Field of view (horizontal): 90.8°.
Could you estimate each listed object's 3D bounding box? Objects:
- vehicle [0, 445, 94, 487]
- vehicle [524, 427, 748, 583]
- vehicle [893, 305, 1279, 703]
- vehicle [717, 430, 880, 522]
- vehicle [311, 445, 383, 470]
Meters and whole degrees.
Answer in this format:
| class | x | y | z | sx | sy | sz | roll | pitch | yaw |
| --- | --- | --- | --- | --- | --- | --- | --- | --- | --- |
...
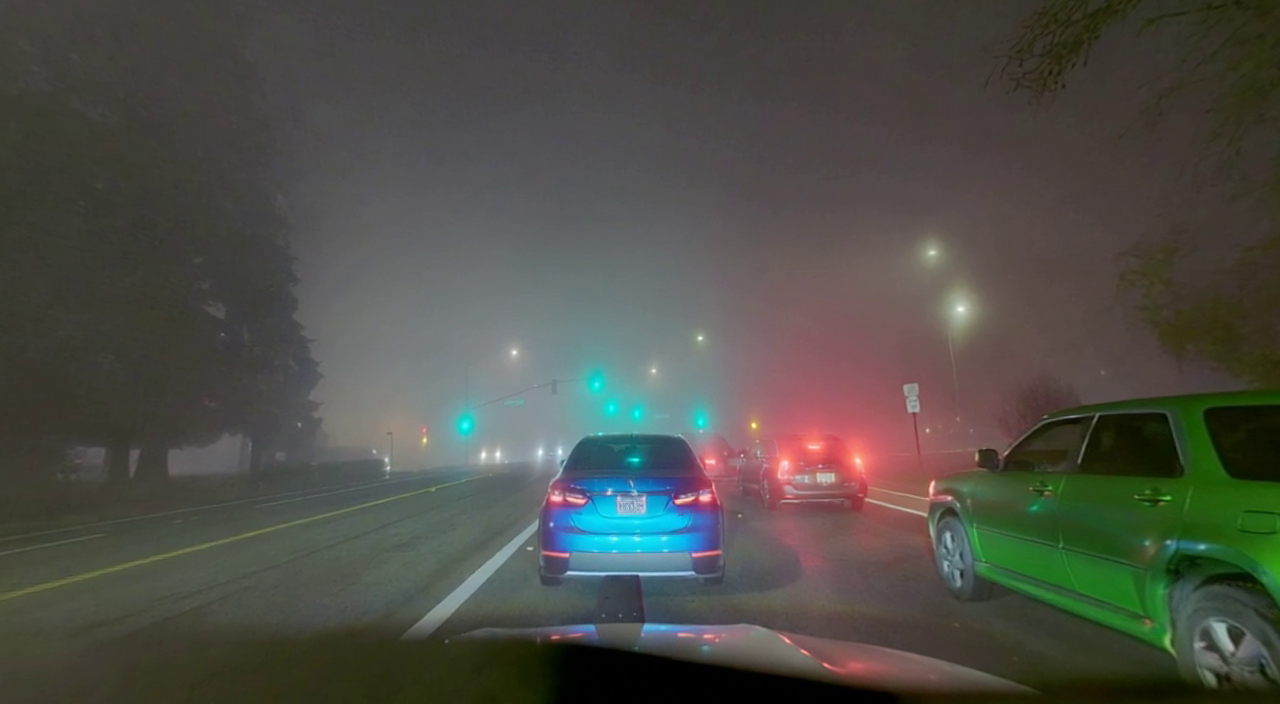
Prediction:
| class | x | y | z | sx | sy | sz | roll | pitch | yaw |
| --- | --- | --- | --- | --- | --- | --- | --- | --- | --- |
| vehicle | -22.618 | 4.113 | 22.897 | 4.092 | 1.438 | 1.639 | -1 | -8 | 1 |
| vehicle | -0.089 | 1.804 | 8.311 | 2.186 | 1.500 | 4.141 | 0 | -8 | -1 |
| vehicle | 3.361 | 0.902 | 3.588 | 2.006 | 1.766 | 4.345 | 0 | -8 | 0 |
| vehicle | 2.945 | 2.421 | 12.911 | 1.971 | 1.517 | 4.521 | 0 | -8 | -3 |
| vehicle | -19.892 | 7.145 | 43.028 | 3.957 | 1.630 | 1.881 | 0 | -8 | 0 |
